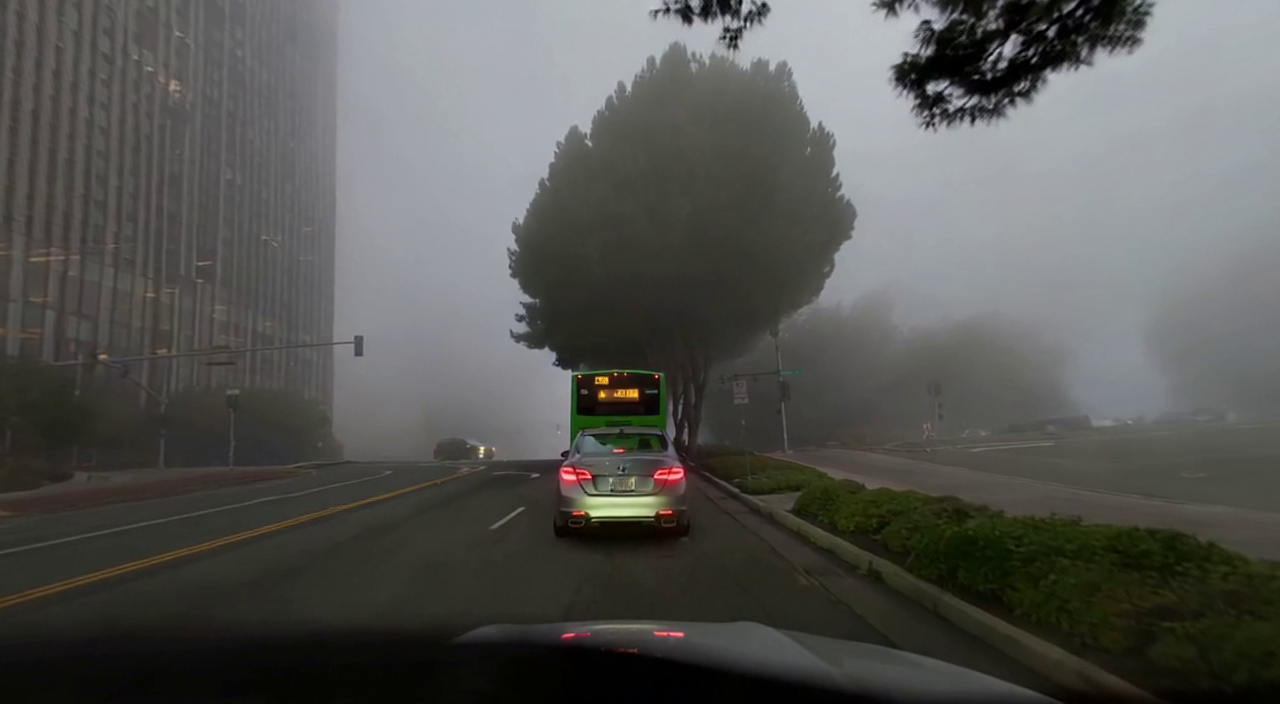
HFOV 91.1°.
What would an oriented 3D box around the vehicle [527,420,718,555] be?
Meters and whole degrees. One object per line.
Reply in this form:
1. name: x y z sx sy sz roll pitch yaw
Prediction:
1. vehicle: -0.232 1.734 8.856 2.064 1.452 3.942 0 -8 -1
